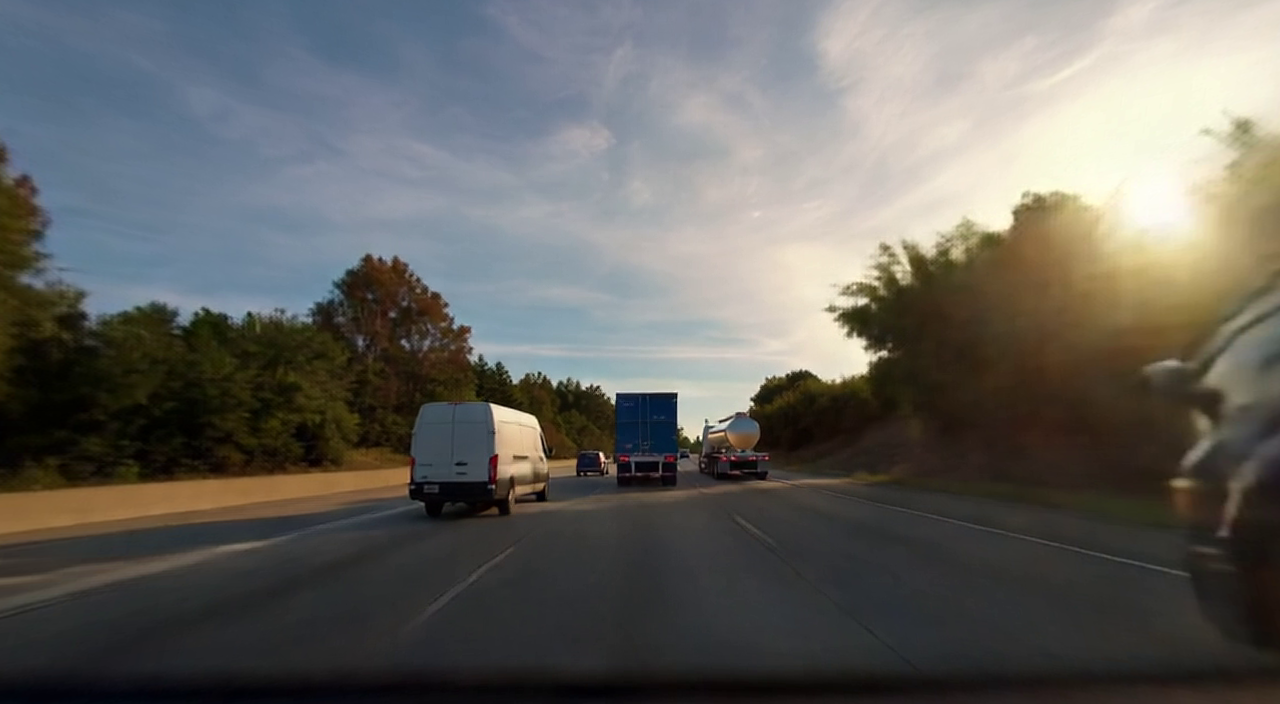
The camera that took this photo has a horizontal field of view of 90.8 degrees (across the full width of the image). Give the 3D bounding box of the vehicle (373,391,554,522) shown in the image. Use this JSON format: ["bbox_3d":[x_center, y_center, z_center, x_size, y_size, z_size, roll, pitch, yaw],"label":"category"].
[{"bbox_3d":[-3.919,2.547,15.696,2.525,2.572,6.260,0,-9,1],"label":"vehicle"}]

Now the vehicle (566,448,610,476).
[{"bbox_3d":[-3.179,6.842,39.467,2.134,1.652,4.439,0,-9,3],"label":"vehicle"}]

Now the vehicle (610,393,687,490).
[{"bbox_3d":[0.162,3.985,27.440,2.773,3.455,9.118,0,-9,-2],"label":"vehicle"}]

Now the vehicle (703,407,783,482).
[{"bbox_3d":[5.451,5.257,35.612,2.706,3.500,11.483,0,-9,1],"label":"vehicle"}]
